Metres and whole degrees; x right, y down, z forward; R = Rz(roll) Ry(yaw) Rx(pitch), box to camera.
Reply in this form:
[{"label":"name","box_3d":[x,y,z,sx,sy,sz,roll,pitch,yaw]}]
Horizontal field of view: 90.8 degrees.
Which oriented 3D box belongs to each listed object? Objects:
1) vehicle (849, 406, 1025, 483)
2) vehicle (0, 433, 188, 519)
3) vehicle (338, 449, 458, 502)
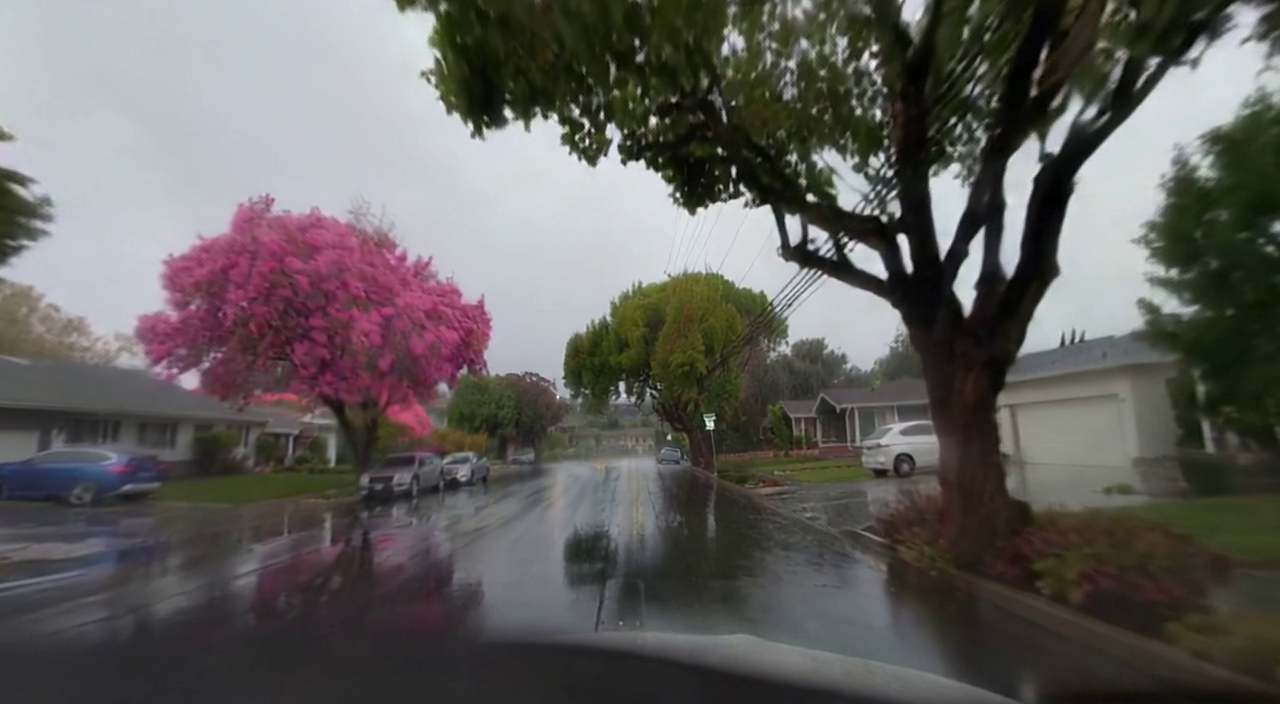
[{"label":"vehicle","box_3d":[8.550,2.710,18.478,4.025,1.738,1.920,-5,-9,-1]},{"label":"vehicle","box_3d":[-14.325,3.006,15.666,4.538,1.687,1.955,4,-9,-1]},{"label":"vehicle","box_3d":[-7.660,3.916,20.550,2.034,1.493,4.524,0,-9,1]}]
